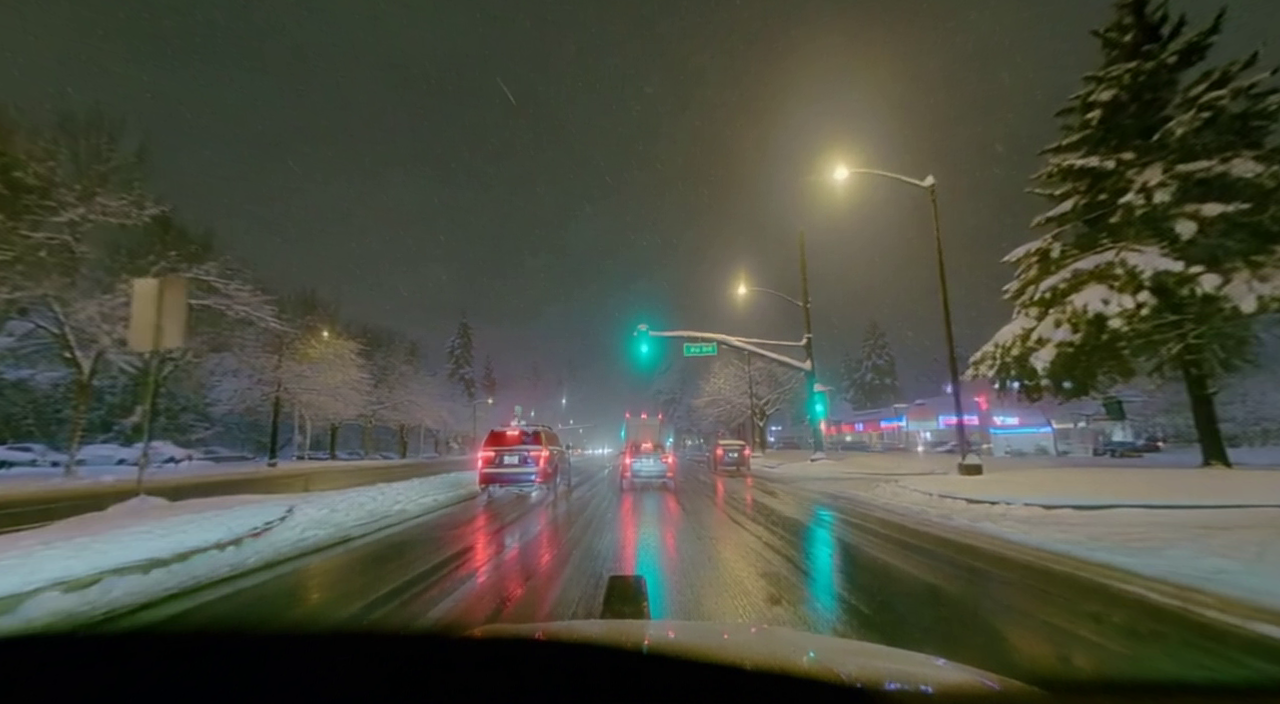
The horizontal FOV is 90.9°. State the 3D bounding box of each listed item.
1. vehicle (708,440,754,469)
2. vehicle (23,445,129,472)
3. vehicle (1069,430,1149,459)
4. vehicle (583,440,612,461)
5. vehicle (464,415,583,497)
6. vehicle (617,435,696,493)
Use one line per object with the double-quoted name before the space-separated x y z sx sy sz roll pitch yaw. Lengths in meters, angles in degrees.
"vehicle" 5.004 5.675 35.192 1.900 1.507 4.151 0 -8 0
"vehicle" -30.771 5.798 34.458 3.979 1.442 1.793 0 -8 0
"vehicle" 32.871 6.439 44.130 5.720 1.822 2.307 3 -9 -30
"vehicle" -3.160 7.365 47.191 1.902 1.522 3.523 0 -8 0
"vehicle" -3.012 2.862 17.642 2.289 1.935 5.227 0 -8 0
"vehicle" 0.414 3.224 18.500 2.061 1.494 4.079 0 -8 0
